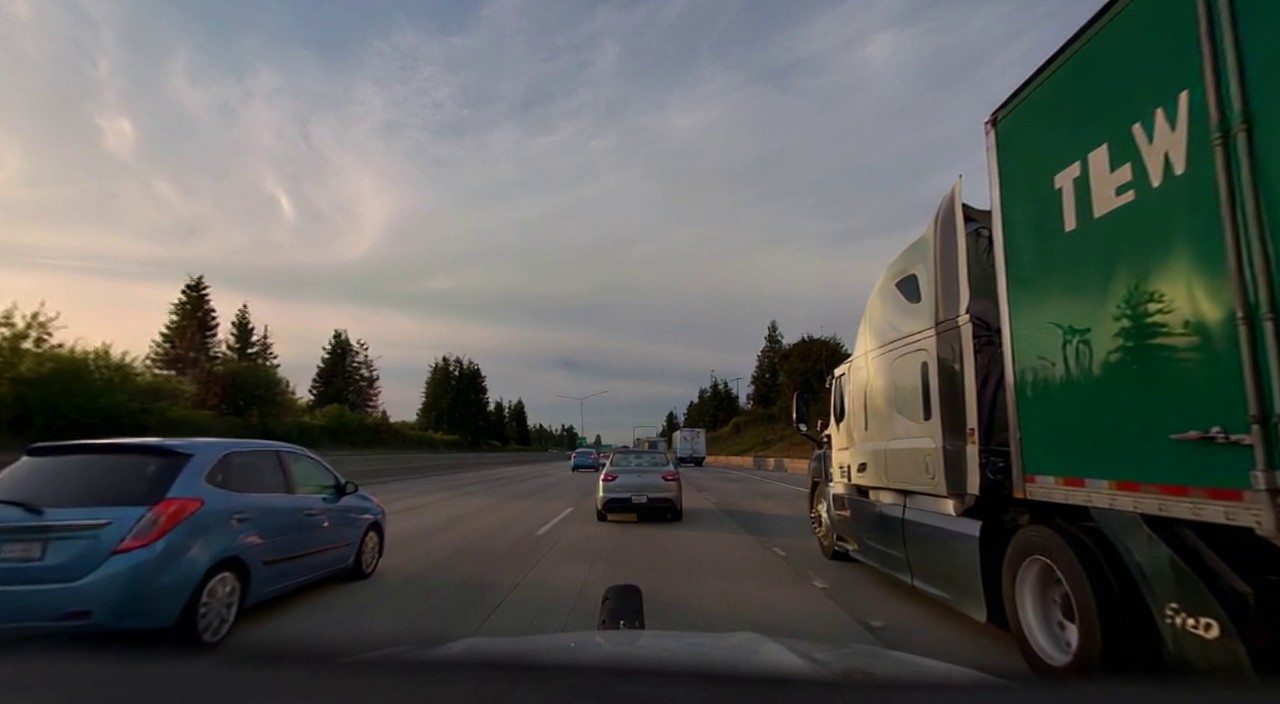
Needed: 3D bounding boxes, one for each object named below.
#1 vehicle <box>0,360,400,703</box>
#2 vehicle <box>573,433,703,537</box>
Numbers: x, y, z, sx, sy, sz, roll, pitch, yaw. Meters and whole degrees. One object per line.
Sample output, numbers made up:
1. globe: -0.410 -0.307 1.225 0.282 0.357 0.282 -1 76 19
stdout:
1. vehicle: -3.473 1.136 4.084 1.985 1.671 4.604 0 -9 0
2. vehicle: -0.046 2.317 11.434 1.973 1.574 3.426 0 -9 -1
